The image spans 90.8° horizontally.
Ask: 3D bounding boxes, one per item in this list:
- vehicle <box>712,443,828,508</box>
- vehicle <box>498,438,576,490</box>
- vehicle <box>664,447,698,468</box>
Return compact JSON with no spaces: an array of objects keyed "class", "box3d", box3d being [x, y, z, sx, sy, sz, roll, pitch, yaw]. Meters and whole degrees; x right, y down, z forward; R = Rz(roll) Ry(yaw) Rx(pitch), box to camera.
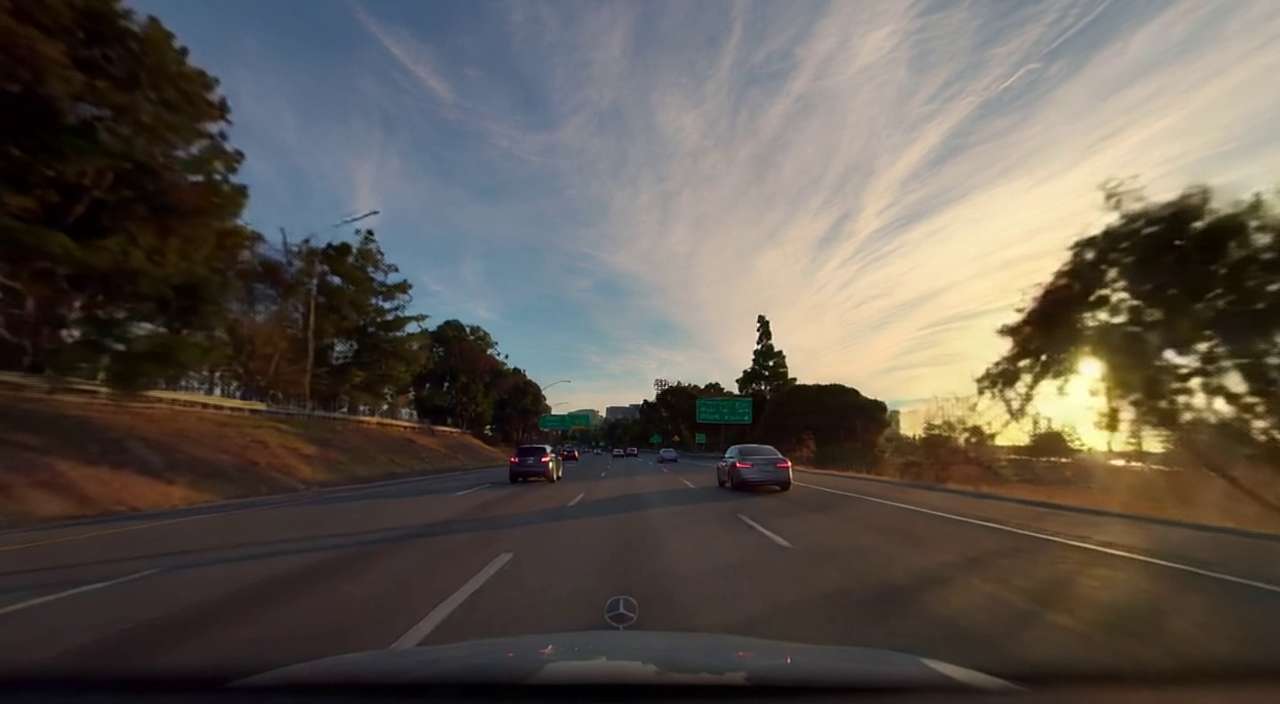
[{"class":"vehicle","box3d":[3.202,3.130,16.542,1.947,1.437,4.345,0,-9,-3]},{"class":"vehicle","box3d":[-3.716,4.147,23.710,2.244,1.755,4.417,0,-9,-1]},{"class":"vehicle","box3d":[2.935,7.668,46.004,2.021,1.447,3.985,0,-9,-3]}]
